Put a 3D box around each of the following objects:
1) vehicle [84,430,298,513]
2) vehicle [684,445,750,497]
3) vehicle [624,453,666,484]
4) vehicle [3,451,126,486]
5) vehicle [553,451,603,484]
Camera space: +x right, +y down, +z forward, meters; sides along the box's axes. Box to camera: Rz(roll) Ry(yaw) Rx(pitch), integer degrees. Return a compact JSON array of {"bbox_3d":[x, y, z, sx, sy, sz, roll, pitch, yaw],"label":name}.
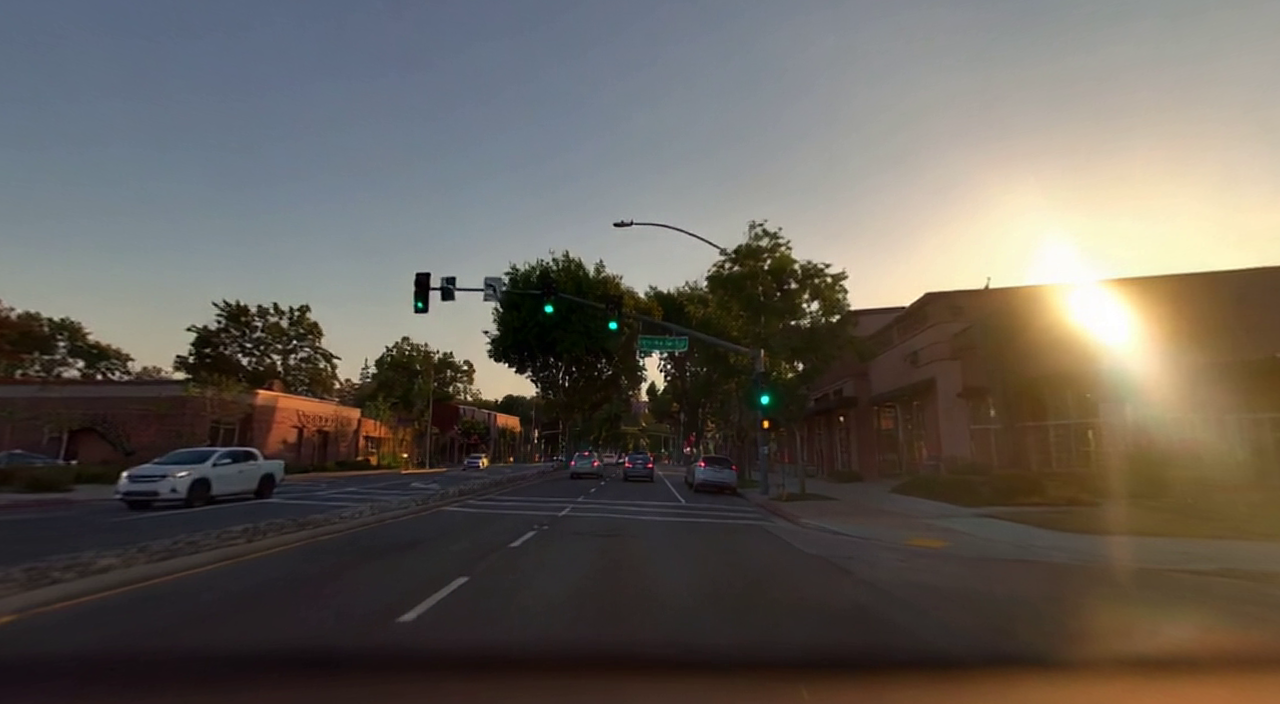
[{"bbox_3d":[-12.122,3.254,17.656,2.260,1.921,4.902,1,-9,1],"label":"vehicle"},{"bbox_3d":[2.999,4.752,25.696,2.175,1.850,5.118,0,-9,2],"label":"vehicle"},{"bbox_3d":[0.297,6.128,33.549,2.085,1.475,3.976,0,-9,2],"label":"vehicle"},{"bbox_3d":[-29.255,5.909,32.376,1.907,1.665,4.640,0,-9,0],"label":"vehicle"},{"bbox_3d":[-2.976,5.636,31.142,1.921,1.477,4.083,0,-9,2],"label":"vehicle"}]
